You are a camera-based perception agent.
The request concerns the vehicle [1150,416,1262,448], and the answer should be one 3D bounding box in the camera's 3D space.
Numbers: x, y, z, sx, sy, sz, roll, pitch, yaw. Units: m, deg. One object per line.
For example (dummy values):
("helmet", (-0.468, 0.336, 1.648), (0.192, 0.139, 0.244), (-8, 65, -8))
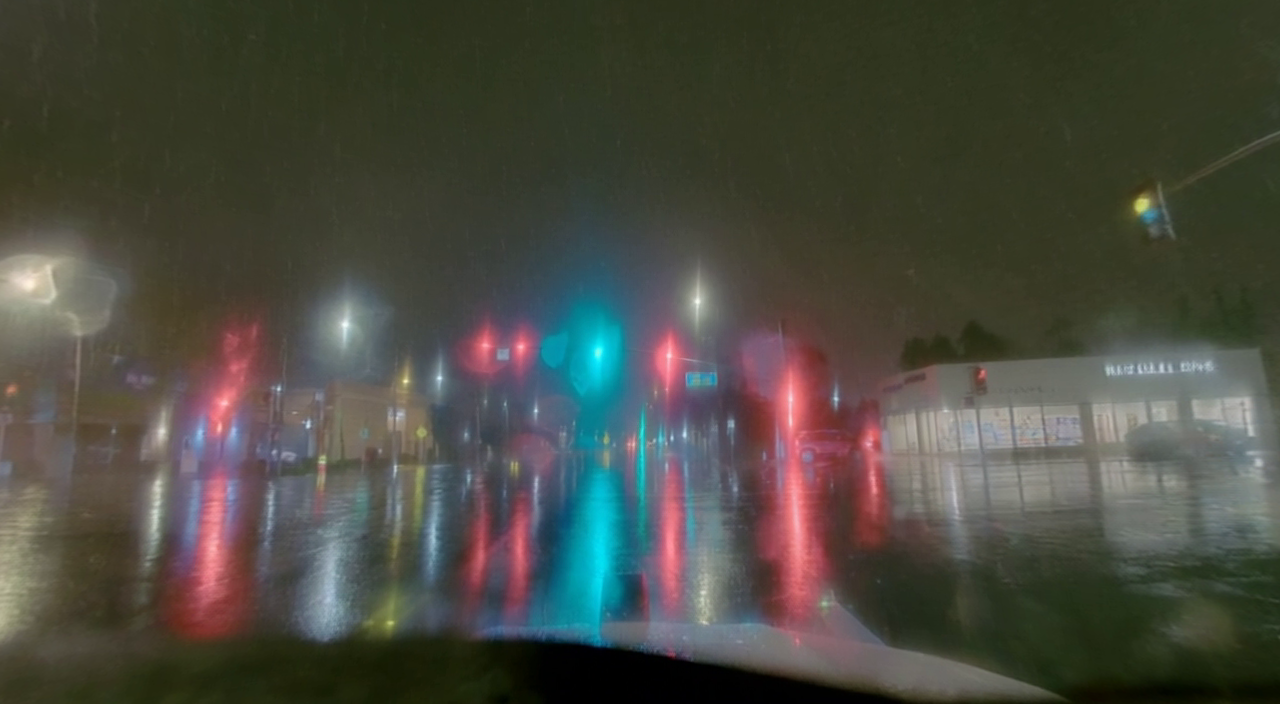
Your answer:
("vehicle", (28.286, 4.077, 31.721), (1.799, 1.459, 4.266), (0, -8, 3))
